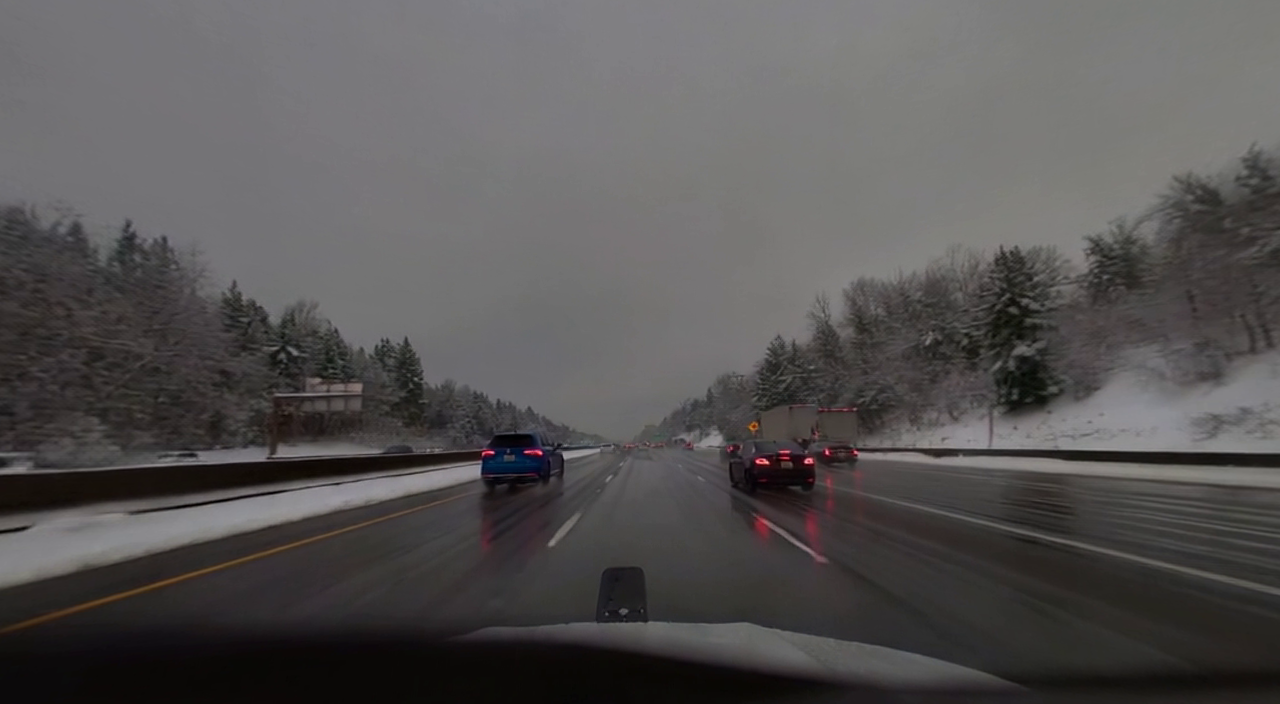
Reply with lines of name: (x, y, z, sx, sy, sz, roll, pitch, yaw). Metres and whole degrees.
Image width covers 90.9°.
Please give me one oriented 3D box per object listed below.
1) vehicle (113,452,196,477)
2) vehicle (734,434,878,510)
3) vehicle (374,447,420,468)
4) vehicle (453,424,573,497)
vehicle: (-35.173, 8.149, 45.864, 1.985, 1.654, 4.881, 0, -9, 3)
vehicle: (3.635, 2.737, 14.862, 2.080, 1.493, 4.674, 0, -9, -1)
vehicle: (-19.105, 8.298, 49.816, 1.801, 1.554, 4.584, 0, -9, 0)
vehicle: (-3.381, 3.057, 18.081, 2.218, 1.764, 5.229, 0, -9, 2)
